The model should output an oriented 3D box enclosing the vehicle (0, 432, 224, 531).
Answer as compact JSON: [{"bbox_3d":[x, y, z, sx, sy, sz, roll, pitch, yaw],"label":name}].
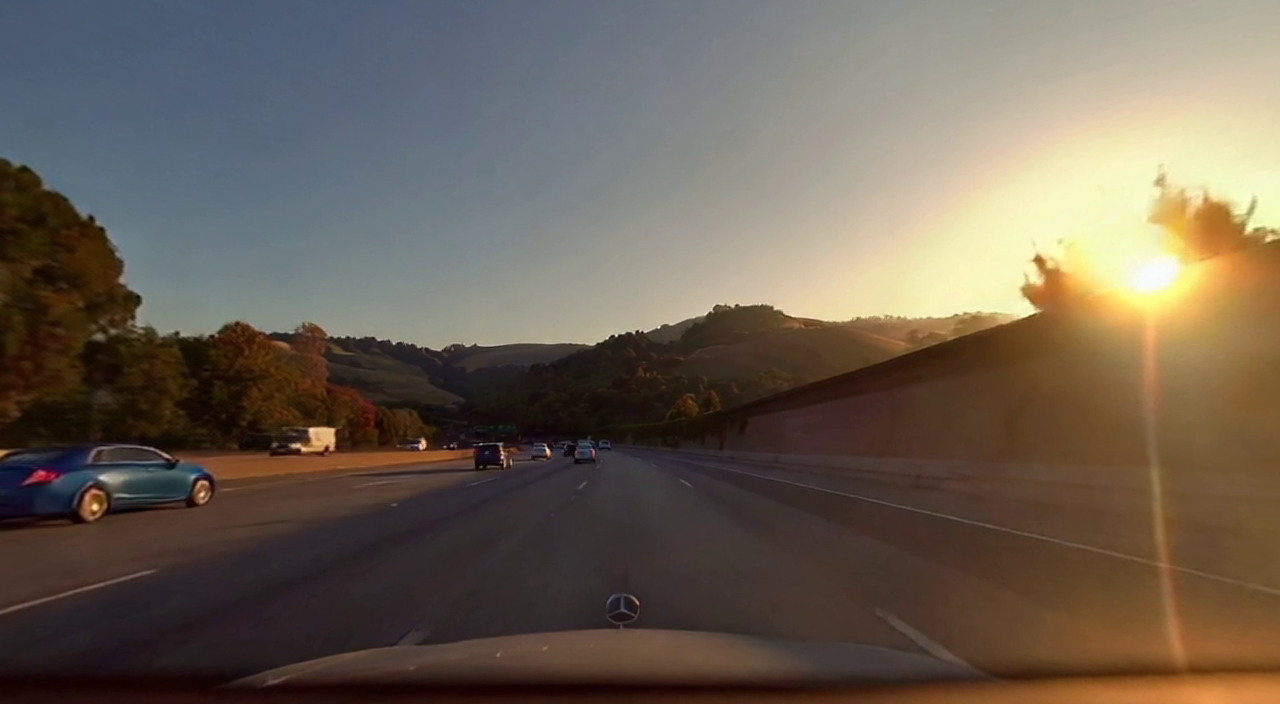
[{"bbox_3d":[-10.425,2.307,11.911,1.949,1.475,4.740,0,-8,0],"label":"vehicle"}]

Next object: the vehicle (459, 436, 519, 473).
[{"bbox_3d":[-7.908,5.417,33.562,2.074,1.768,4.805,0,-9,-2],"label":"vehicle"}]

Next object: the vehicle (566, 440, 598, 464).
[{"bbox_3d":[-4.274,7.410,46.902,2.115,1.713,4.263,0,-8,-2],"label":"vehicle"}]
